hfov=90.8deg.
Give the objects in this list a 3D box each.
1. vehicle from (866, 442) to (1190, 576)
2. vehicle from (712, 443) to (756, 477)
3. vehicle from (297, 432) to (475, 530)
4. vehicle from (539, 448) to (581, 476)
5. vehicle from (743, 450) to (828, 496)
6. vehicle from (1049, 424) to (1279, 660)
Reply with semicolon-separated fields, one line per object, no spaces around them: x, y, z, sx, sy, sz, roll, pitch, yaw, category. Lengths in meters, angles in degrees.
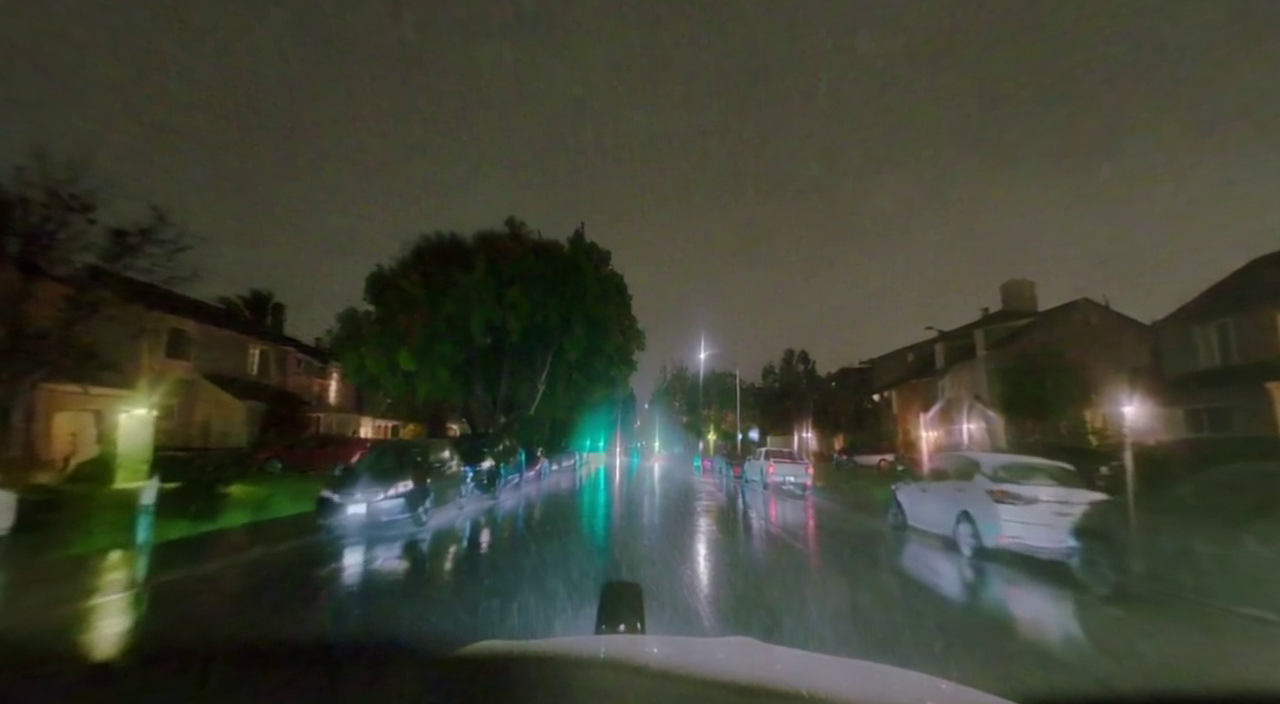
5.309;2.172;9.625;2.007;1.512;4.524;0;-9;-1;vehicle
5.446;6.316;37.144;1.959;1.828;4.175;0;-9;1;vehicle
-4.701;2.461;12.432;1.983;1.579;3.879;0;-10;-2;vehicle
-4.551;6.307;36.530;1.973;1.454;4.559;0;-8;-1;vehicle
5.085;4.260;22.618;1.847;1.448;4.162;1;-9;-3;vehicle
5.345;1.246;4.038;2.063;1.573;4.900;0;-8;-2;vehicle
